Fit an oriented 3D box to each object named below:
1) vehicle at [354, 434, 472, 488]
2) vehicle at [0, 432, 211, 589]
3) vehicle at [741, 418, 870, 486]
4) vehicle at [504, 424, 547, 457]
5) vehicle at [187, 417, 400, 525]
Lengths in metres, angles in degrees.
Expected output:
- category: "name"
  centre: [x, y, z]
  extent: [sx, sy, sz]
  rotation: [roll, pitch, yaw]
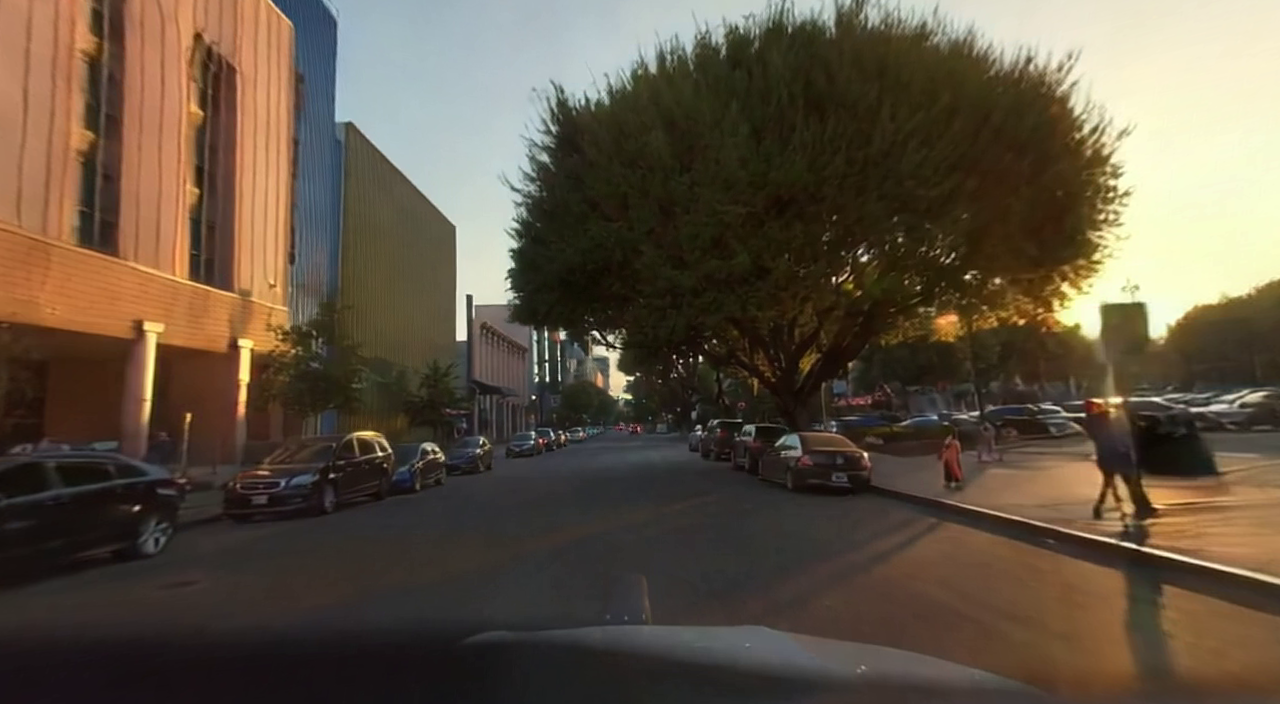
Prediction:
- category: "vehicle"
  centre: [-7.238, 3.500, 20.736]
  extent: [2.001, 1.502, 4.851]
  rotation: [-1, -8, 1]
- category: "vehicle"
  centre: [-7.138, 1.670, 6.861]
  extent: [1.917, 1.487, 4.659]
  rotation: [-2, -8, -4]
- category: "vehicle"
  centre: [4.059, 2.570, 16.444]
  extent: [1.973, 1.494, 4.867]
  rotation: [0, -8, -1]
- category: "vehicle"
  centre: [-7.270, 5.758, 40.557]
  extent: [1.996, 1.770, 5.518]
  rotation: [-1, -10, -3]
- category: "vehicle"
  centre: [-7.218, 2.456, 13.911]
  extent: [2.238, 1.891, 4.780]
  rotation: [-1, -7, -3]
